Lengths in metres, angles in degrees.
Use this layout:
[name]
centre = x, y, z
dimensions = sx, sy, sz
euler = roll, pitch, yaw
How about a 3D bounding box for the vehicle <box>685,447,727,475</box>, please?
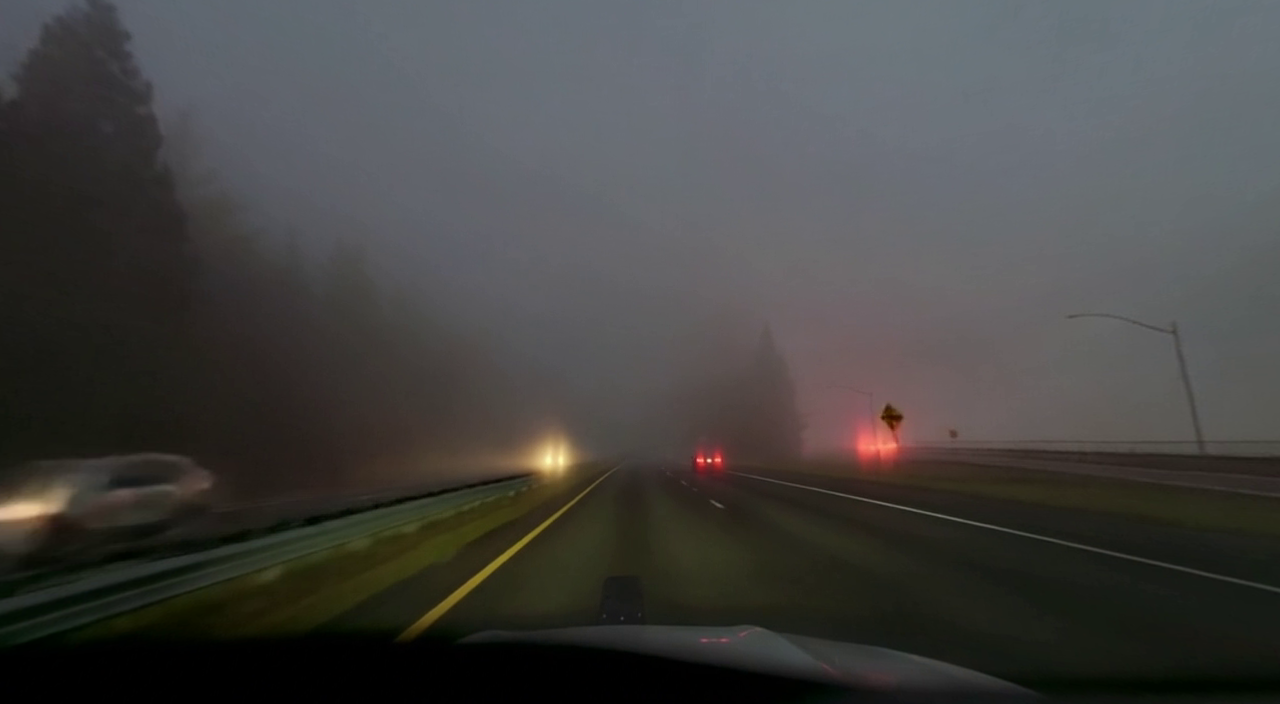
[vehicle]
centre = 3.909, 6.504, 37.871
dimensions = 2.013, 1.584, 3.995
euler = 0, -9, -1
